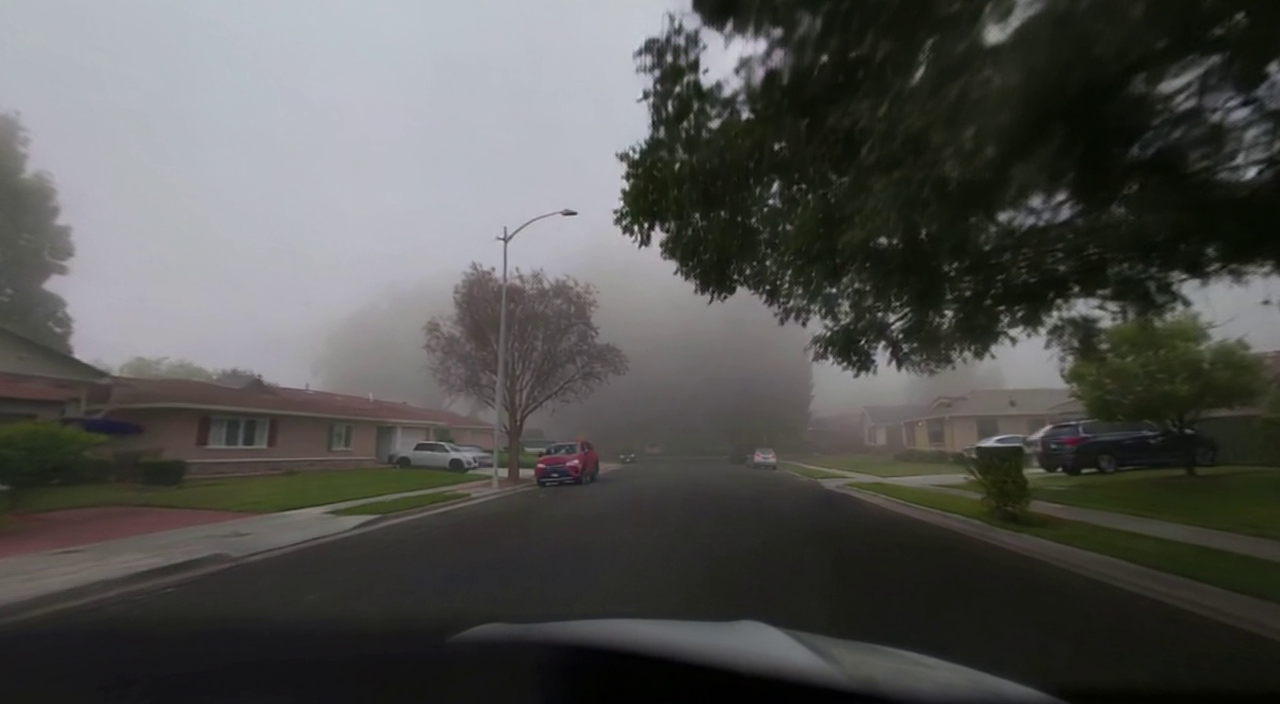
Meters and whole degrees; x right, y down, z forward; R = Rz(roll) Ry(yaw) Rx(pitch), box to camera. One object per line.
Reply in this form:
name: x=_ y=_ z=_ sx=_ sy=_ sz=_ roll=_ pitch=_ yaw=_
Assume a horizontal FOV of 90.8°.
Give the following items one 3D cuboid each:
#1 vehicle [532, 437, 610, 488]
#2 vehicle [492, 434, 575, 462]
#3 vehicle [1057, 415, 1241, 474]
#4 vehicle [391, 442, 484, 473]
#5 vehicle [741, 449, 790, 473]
vehicle: x=-2.675 y=4.427 z=25.822 sx=2.215 sy=1.859 sz=4.765 roll=-1 pitch=-8 yaw=6
vehicle: x=-8.279 y=7.435 z=49.158 sx=6.197 sy=1.824 sz=2.113 roll=-1 pitch=-9 yaw=-11
vehicle: x=15.829 y=2.891 z=19.763 sx=4.384 sy=1.688 sz=1.956 roll=1 pitch=-8 yaw=-10
vehicle: x=-10.332 y=5.388 z=32.414 sx=4.376 sy=1.458 sz=2.046 roll=2 pitch=-8 yaw=-17
vehicle: x=7.952 y=6.979 z=40.577 sx=1.984 sy=1.437 sz=4.726 roll=0 pitch=-9 yaw=-3
